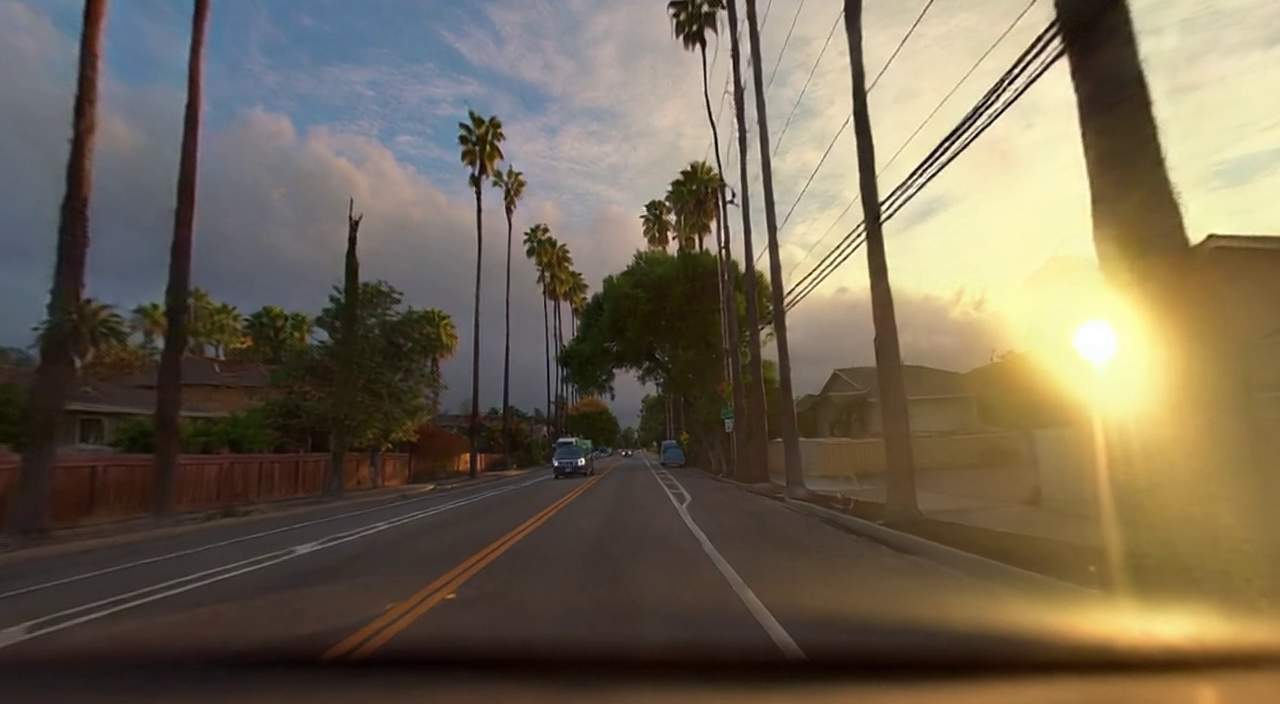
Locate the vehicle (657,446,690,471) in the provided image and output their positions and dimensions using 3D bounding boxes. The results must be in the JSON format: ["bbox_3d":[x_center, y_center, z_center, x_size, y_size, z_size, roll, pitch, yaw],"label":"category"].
[{"bbox_3d":[2.583,8.345,49.869,2.168,1.851,4.861,0,-9,-1],"label":"vehicle"}]

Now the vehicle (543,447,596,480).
[{"bbox_3d":[-3.835,6.184,35.403,2.336,1.669,5.581,0,-9,0],"label":"vehicle"}]
